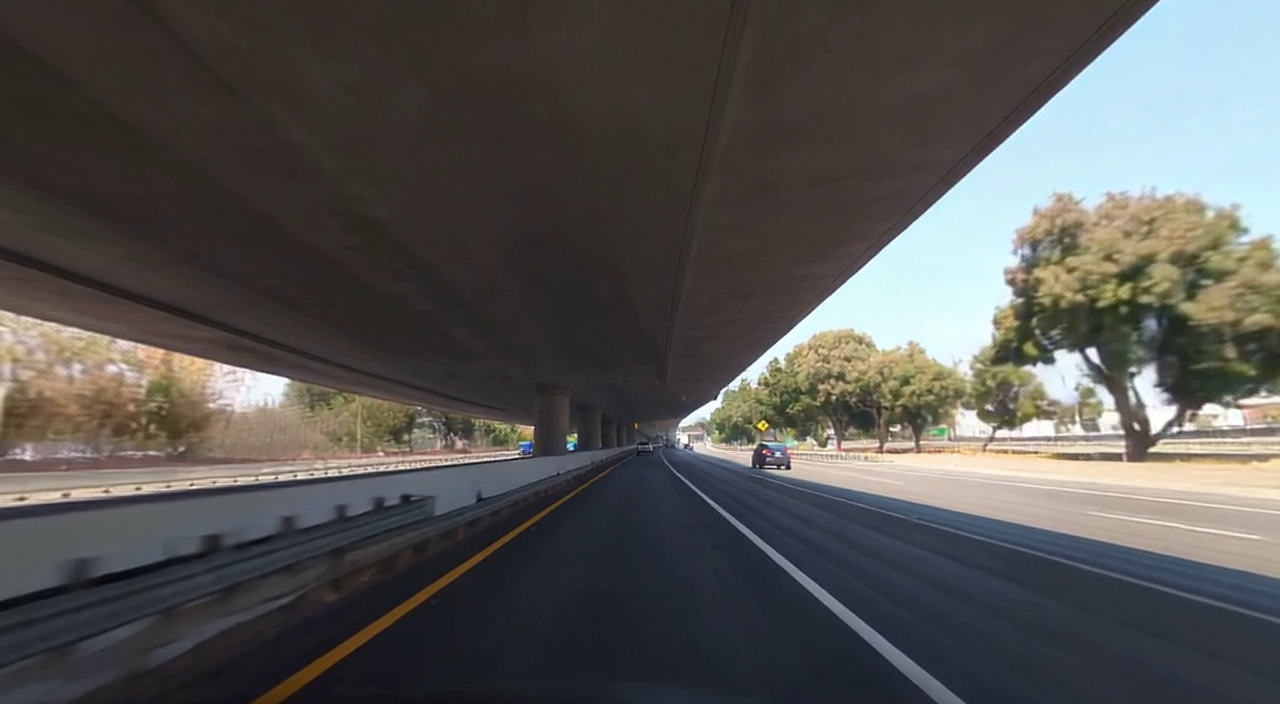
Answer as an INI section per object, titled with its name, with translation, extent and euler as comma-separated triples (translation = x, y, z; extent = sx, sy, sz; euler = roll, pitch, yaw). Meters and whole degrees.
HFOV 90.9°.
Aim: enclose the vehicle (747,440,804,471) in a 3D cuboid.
[vehicle]
translation = 7.065, 5.420, 33.246
extent = 2.025, 1.484, 4.208
euler = 0, -8, -1
